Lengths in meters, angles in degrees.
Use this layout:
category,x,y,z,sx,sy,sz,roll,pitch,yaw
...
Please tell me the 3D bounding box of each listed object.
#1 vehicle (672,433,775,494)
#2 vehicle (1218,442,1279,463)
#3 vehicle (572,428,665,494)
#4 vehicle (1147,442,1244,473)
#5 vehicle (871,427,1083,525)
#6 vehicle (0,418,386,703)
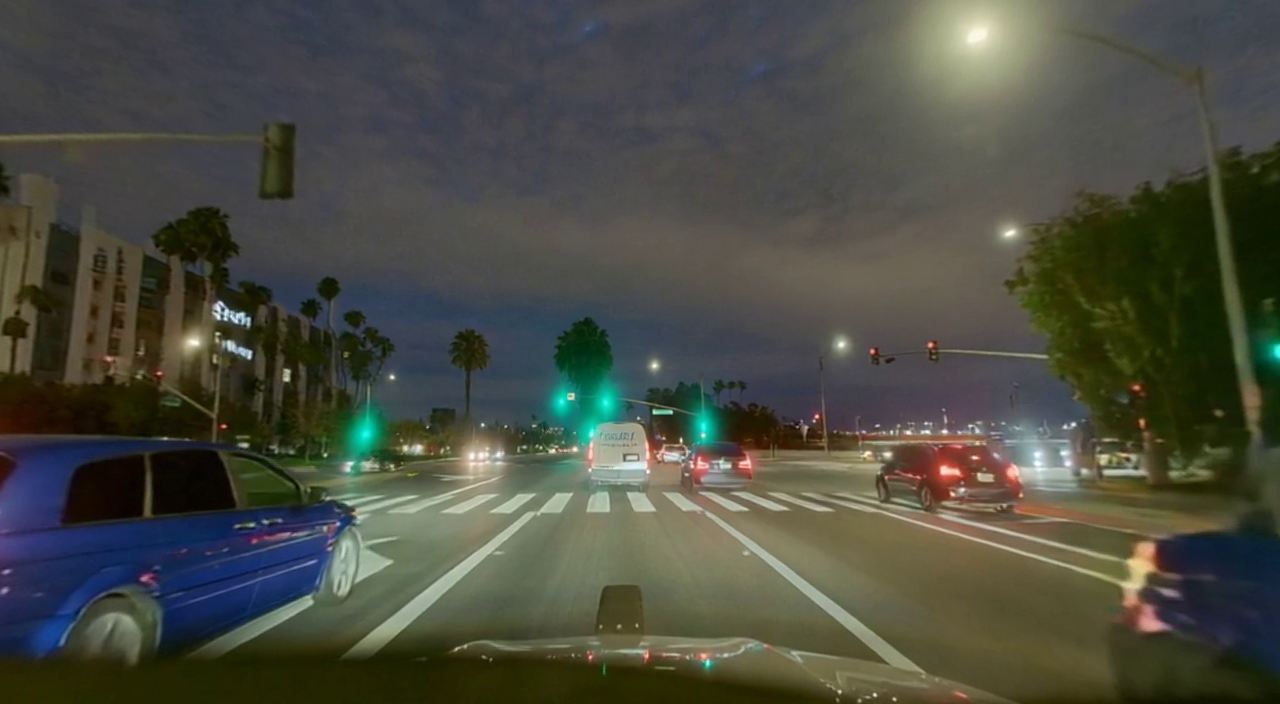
category,x,y,z,sx,sy,sz,roll,pitch,yaw
vehicle,2.552,3.603,20.775,2.462,1.736,4.899,0,-9,-3
vehicle,46.669,7.610,47.991,4.237,1.487,2.028,2,-9,-16
vehicle,-0.761,3.771,22.276,2.848,1.991,5.706,0,-9,-2
vehicle,31.868,6.015,36.259,4.327,1.665,1.953,2,-9,-15
vehicle,7.010,2.618,13.878,2.023,1.771,4.488,0,-9,-2
vehicle,-3.573,1.222,4.054,1.997,1.430,4.655,0,-9,-1
